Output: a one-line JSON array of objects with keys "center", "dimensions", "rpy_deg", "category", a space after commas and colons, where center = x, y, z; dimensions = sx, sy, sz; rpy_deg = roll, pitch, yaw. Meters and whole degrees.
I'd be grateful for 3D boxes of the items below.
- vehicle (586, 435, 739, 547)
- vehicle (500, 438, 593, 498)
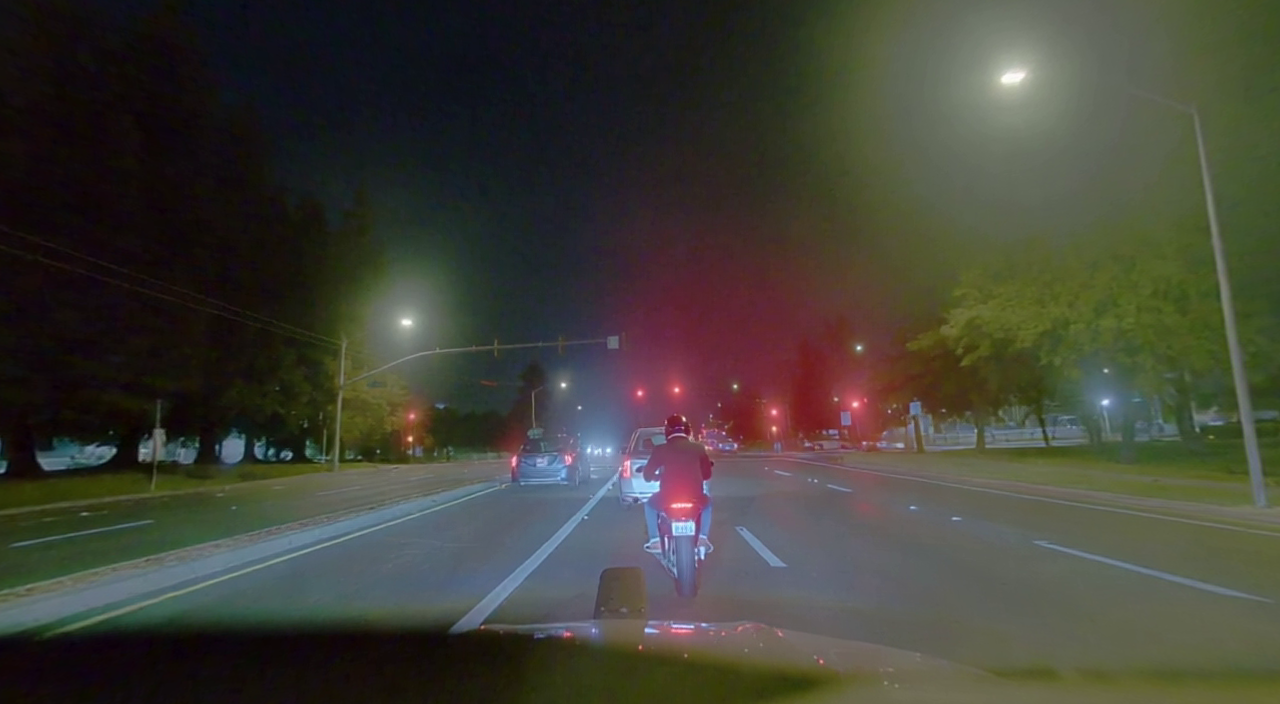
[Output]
[{"center": [0.324, 2.167, 10.643], "dimensions": [2.009, 1.450, 4.608], "rpy_deg": [-1, -8, 1], "category": "vehicle"}, {"center": [-2.553, 3.262, 18.163], "dimensions": [1.979, 1.499, 3.840], "rpy_deg": [-1, -8, 2], "category": "vehicle"}]
